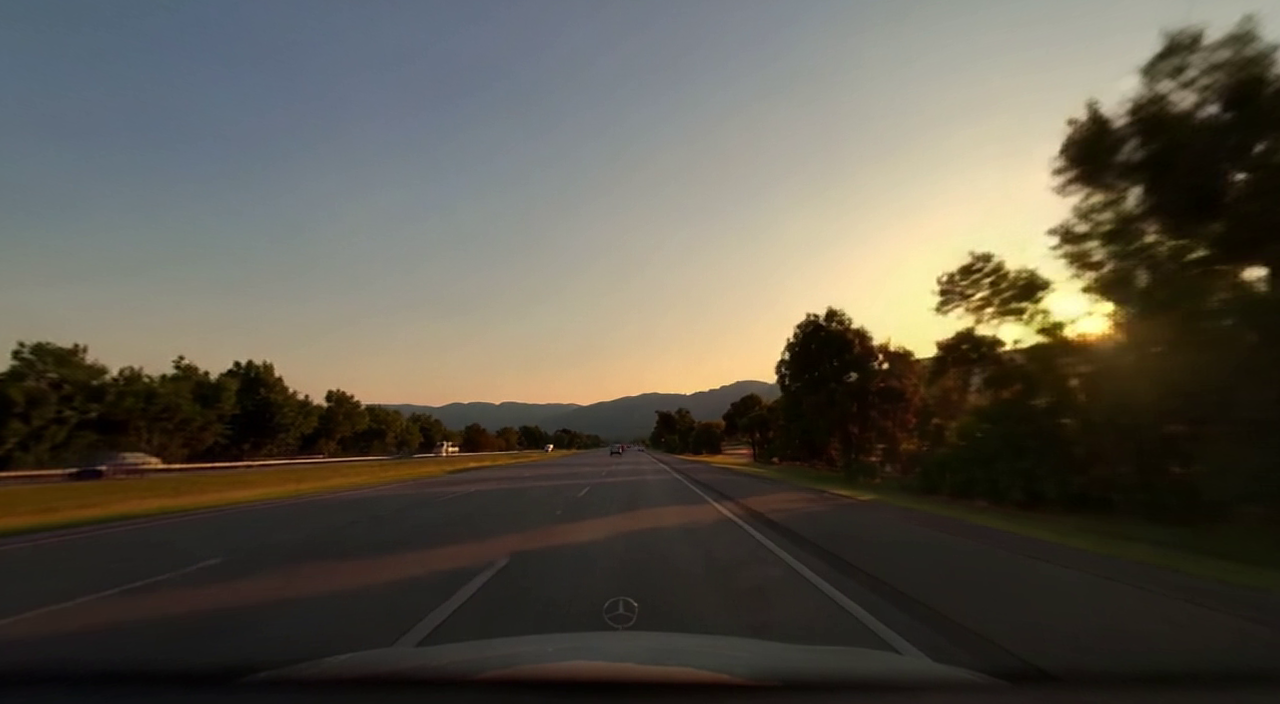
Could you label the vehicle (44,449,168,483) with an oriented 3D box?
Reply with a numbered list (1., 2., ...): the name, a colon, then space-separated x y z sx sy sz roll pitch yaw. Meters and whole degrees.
1. vehicle: -31.894 6.801 38.072 2.262 1.841 5.964 0 -9 0
